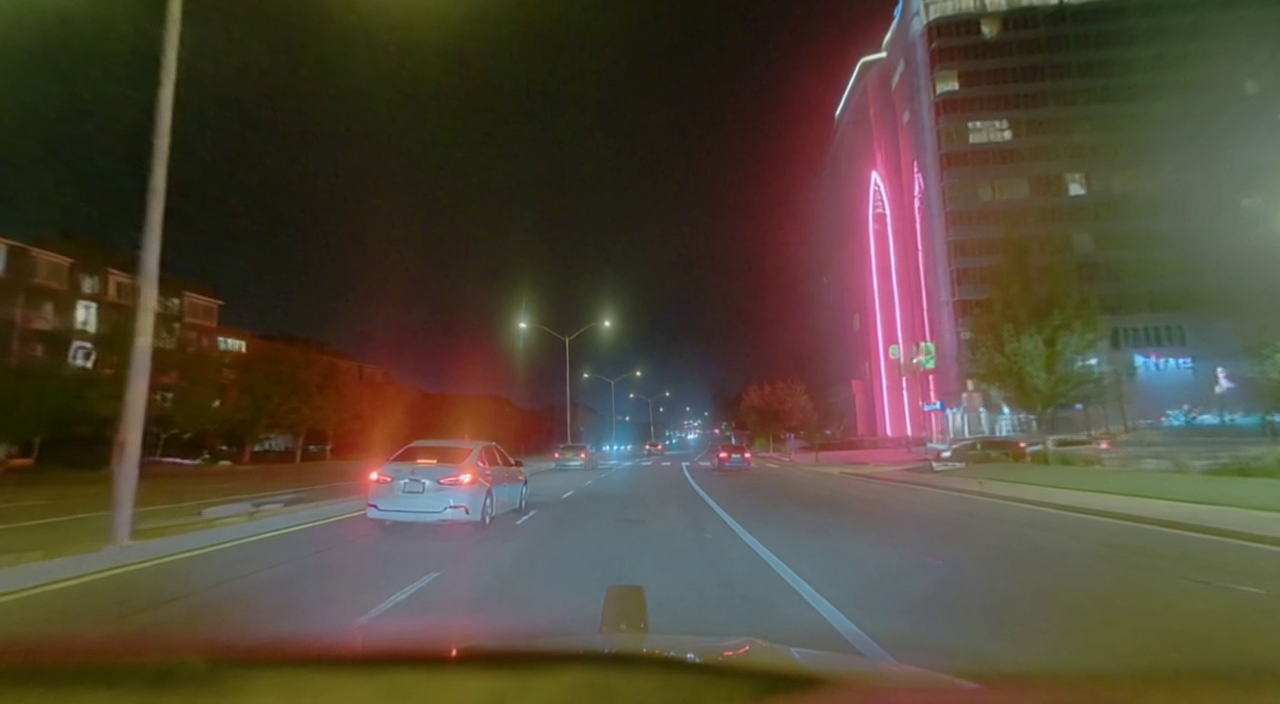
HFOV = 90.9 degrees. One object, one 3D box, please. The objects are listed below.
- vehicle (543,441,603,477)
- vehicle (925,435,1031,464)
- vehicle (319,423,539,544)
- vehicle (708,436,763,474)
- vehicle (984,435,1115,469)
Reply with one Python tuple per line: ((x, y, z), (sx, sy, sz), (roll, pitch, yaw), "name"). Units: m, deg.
((-2.883, 4.706, 28.010), (1.980, 1.454, 4.226), (-1, -8, 3), "vehicle")
((18.528, 5.368, 34.695), (4.583, 1.491, 2.192), (0, -8, -1), "vehicle")
((-3.144, 2.060, 10.579), (2.118, 1.568, 4.436), (0, -8, 0), "vehicle")
((4.584, 5.016, 30.942), (2.103, 1.699, 4.171), (0, -8, 1), "vehicle")
((18.706, 4.585, 28.972), (4.502, 1.454, 2.129), (0, -8, 1), "vehicle")
